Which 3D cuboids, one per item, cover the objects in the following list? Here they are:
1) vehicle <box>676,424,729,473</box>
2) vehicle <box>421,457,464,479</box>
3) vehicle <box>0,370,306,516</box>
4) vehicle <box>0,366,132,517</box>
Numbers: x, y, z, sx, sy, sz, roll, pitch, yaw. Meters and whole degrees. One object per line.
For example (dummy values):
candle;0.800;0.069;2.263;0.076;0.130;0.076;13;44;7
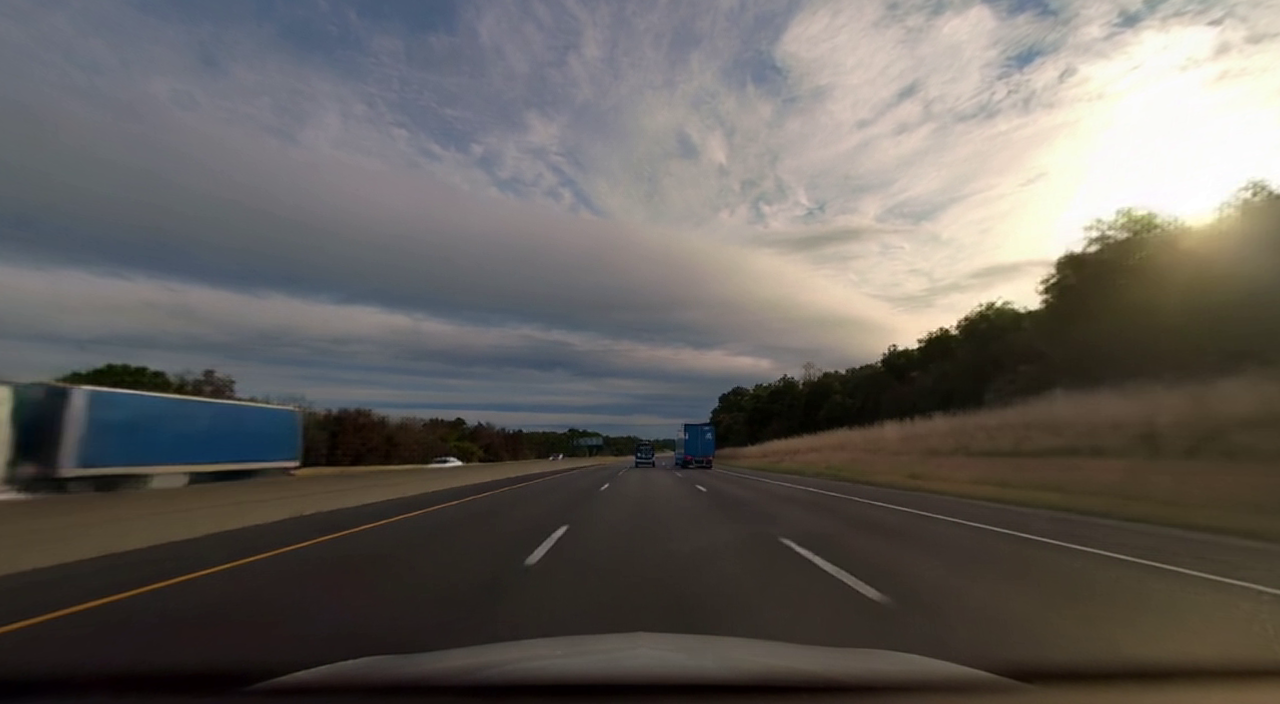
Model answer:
vehicle;4.621;7.455;48.667;2.960;3.381;8.914;0;-9;-1
vehicle;-14.021;8.215;44.916;1.741;1.435;3.864;0;-9;1
vehicle;-18.684;3.638;24.942;3.069;4.094;14.152;0;-9;1
vehicle;-18.739;2.603;18.186;3.003;4.022;5.860;0;-9;1
